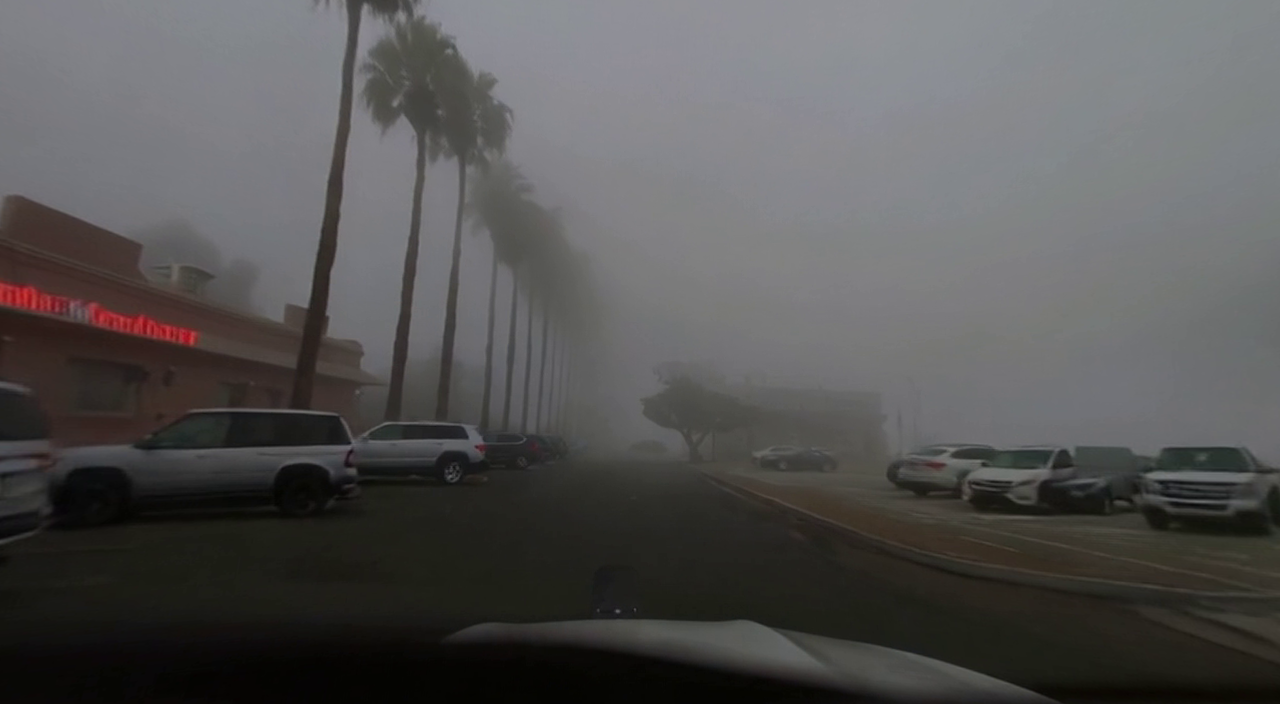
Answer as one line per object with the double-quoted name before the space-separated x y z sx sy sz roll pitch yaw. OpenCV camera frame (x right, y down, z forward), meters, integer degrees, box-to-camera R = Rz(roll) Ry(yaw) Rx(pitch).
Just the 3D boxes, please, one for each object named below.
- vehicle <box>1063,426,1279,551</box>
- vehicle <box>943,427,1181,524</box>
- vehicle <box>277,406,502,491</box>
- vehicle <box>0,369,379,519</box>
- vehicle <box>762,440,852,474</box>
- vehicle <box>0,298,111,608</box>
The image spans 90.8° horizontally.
"vehicle" 9.850 2.261 11.074 4.509 1.759 2.077 5 -10 -29
"vehicle" 9.469 2.674 14.162 4.916 1.814 2.232 5 -10 -28
"vehicle" -6.088 2.388 15.661 4.763 1.801 2.013 6 -11 -34
"vehicle" -6.539 1.431 9.680 4.302 1.804 2.060 6 -11 -32
"vehicle" 9.565 6.046 36.187 4.758 1.759 2.068 6 -11 -27
"vehicle" -6.507 0.554 3.317 5.210 1.834 2.281 5 -10 -28
